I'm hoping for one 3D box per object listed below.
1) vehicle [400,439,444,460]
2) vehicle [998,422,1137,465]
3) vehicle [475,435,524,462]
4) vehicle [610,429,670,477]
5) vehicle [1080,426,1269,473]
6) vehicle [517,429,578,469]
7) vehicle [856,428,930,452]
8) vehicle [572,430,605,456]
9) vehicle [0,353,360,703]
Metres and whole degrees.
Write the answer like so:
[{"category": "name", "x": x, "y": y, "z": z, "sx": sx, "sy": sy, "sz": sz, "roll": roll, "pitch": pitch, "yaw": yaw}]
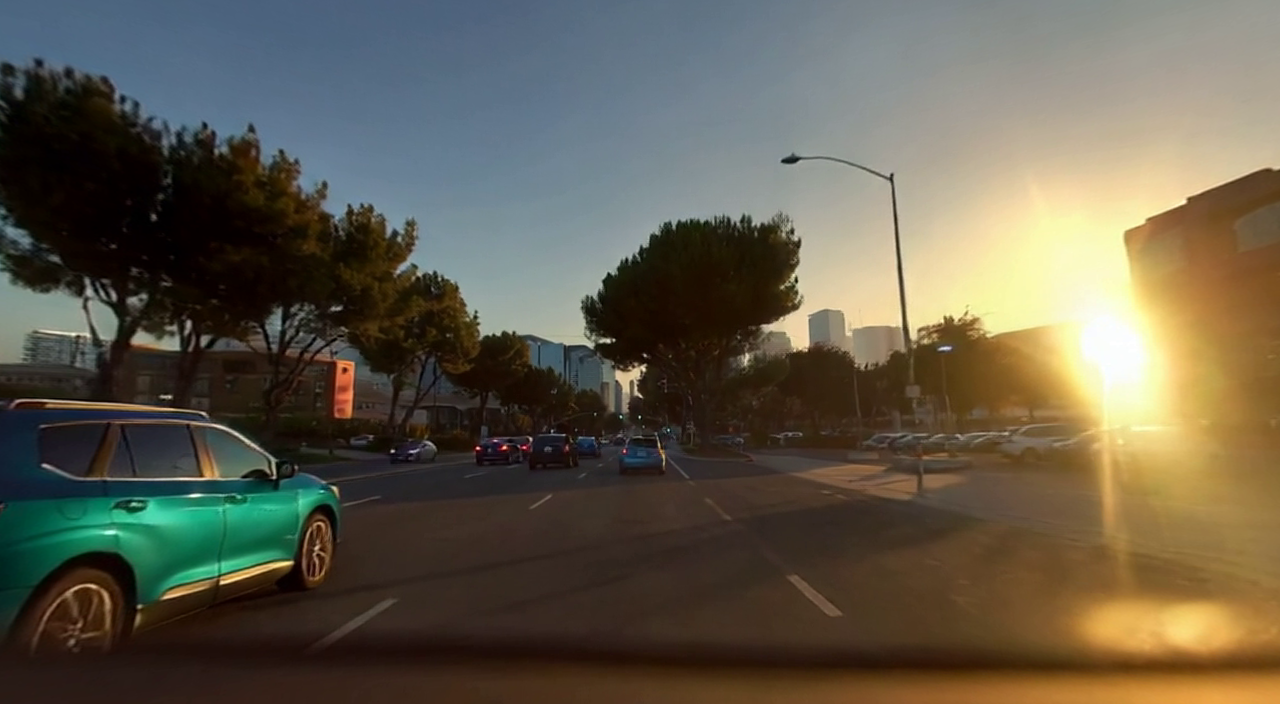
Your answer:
[{"category": "vehicle", "x": -16.321, "y": 7.311, "z": 47.114, "sx": 1.984, "sy": 1.497, "sz": 3.816, "roll": 0, "pitch": -8, "yaw": -1}, {"category": "vehicle", "x": 17.267, "y": 3.719, "z": 25.484, "sx": 4.290, "sy": 1.664, "sz": 1.893, "roll": 1, "pitch": -8, "yaw": -3}, {"category": "vehicle", "x": -8.100, "y": 5.631, "z": 36.652, "sx": 1.926, "sy": 1.463, "sz": 4.450, "roll": 0, "pitch": -8, "yaw": -1}, {"category": "vehicle", "x": -0.006, "y": 3.772, "z": 23.671, "sx": 2.042, "sy": 1.641, "sz": 4.187, "roll": 0, "pitch": -8, "yaw": 0}, {"category": "vehicle", "x": 17.504, "y": 3.207, "z": 20.711, "sx": 4.460, "sy": 1.449, "sz": 1.959, "roll": 0, "pitch": -8, "yaw": -2}, {"category": "vehicle", "x": -4.228, "y": 4.501, "z": 29.332, "sx": 2.113, "sy": 1.713, "sz": 4.422, "roll": 0, "pitch": -8, "yaw": 1}, {"category": "vehicle", "x": 17.526, "y": 6.121, "z": 43.651, "sx": 4.329, "sy": 1.656, "sz": 1.873, "roll": 0, "pitch": -8, "yaw": 1}, {"category": "vehicle", "x": -3.781, "y": 6.759, "z": 46.659, "sx": 2.047, "sy": 1.810, "sz": 4.414, "roll": 0, "pitch": -8, "yaw": 0}, {"category": "vehicle", "x": -3.778, "y": 1.019, "z": 3.964, "sx": 2.070, "sy": 1.641, "sz": 4.152, "roll": 0, "pitch": -8, "yaw": 0}]
